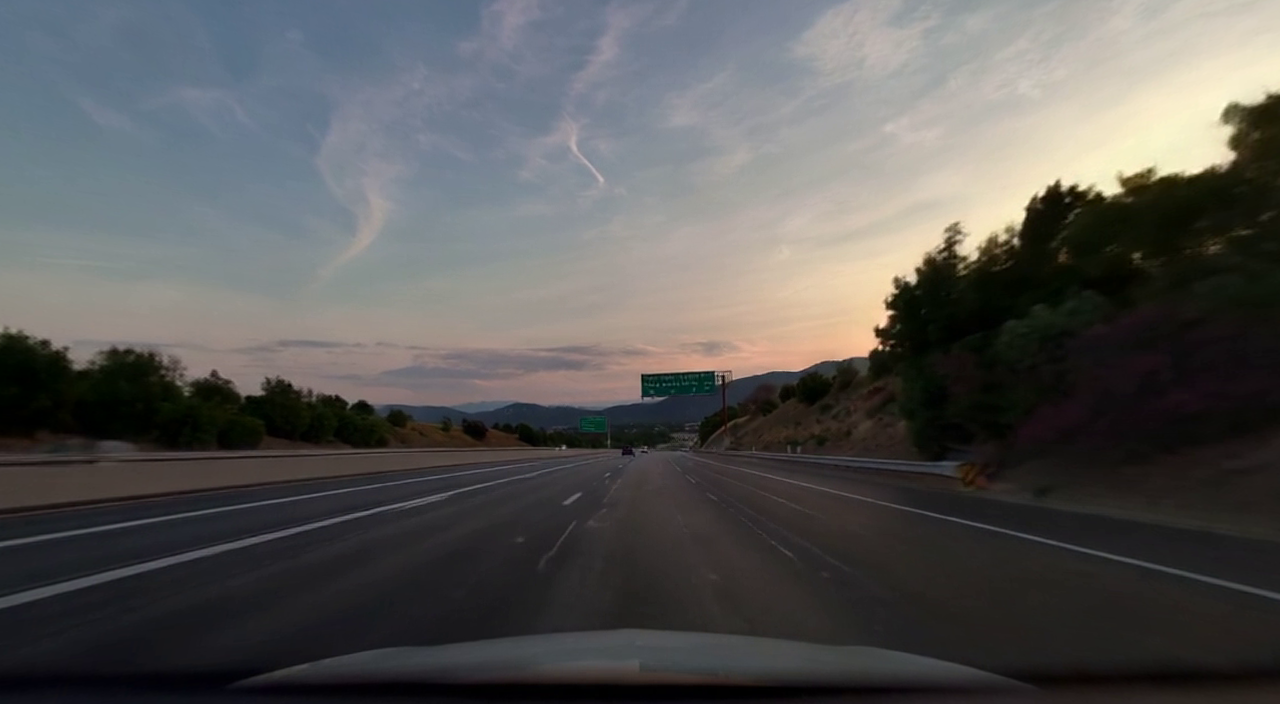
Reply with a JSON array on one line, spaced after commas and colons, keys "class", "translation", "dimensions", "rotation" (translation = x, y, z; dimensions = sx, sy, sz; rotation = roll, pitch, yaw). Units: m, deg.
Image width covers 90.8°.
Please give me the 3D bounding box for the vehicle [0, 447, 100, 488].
[{"class": "vehicle", "translation": [-24.372, 4.507, 24.934], "dimensions": [1.865, 1.477, 4.767], "rotation": [0, -8, 0]}]
